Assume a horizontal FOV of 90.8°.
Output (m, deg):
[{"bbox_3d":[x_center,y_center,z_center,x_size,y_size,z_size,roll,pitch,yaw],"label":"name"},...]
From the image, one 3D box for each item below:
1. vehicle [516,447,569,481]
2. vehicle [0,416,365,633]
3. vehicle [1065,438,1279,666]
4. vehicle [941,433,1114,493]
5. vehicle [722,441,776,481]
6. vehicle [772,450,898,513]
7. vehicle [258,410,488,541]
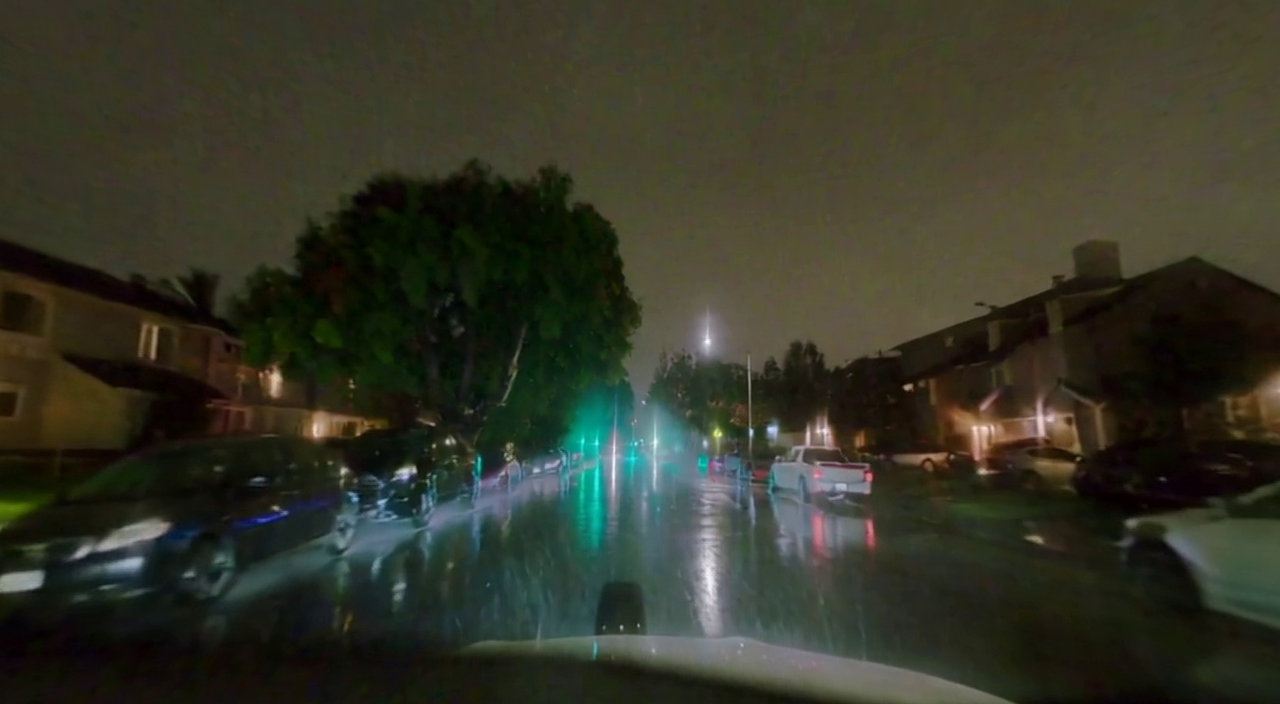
[{"bbox_3d":[-4.676,5.406,30.812,1.973,1.454,4.559,1,-8,-2],"label":"vehicle"},{"bbox_3d":[-4.716,1.600,6.659,1.983,1.579,3.879,1,-10,-2],"label":"vehicle"},{"bbox_3d":[5.307,1.307,4.001,2.007,1.512,4.524,0,-9,-1],"label":"vehicle"},{"bbox_3d":[12.523,3.588,20.577,4.485,1.723,2.028,-6,-12,35],"label":"vehicle"},{"bbox_3d":[5.318,5.390,31.481,1.959,1.828,4.175,0,-9,0],"label":"vehicle"},{"bbox_3d":[5.024,3.362,16.945,1.847,1.448,4.162,1,-9,-3],"label":"vehicle"},{"bbox_3d":[-4.721,2.330,12.468,2.180,1.936,5.721,0,-9,-2],"label":"vehicle"}]
